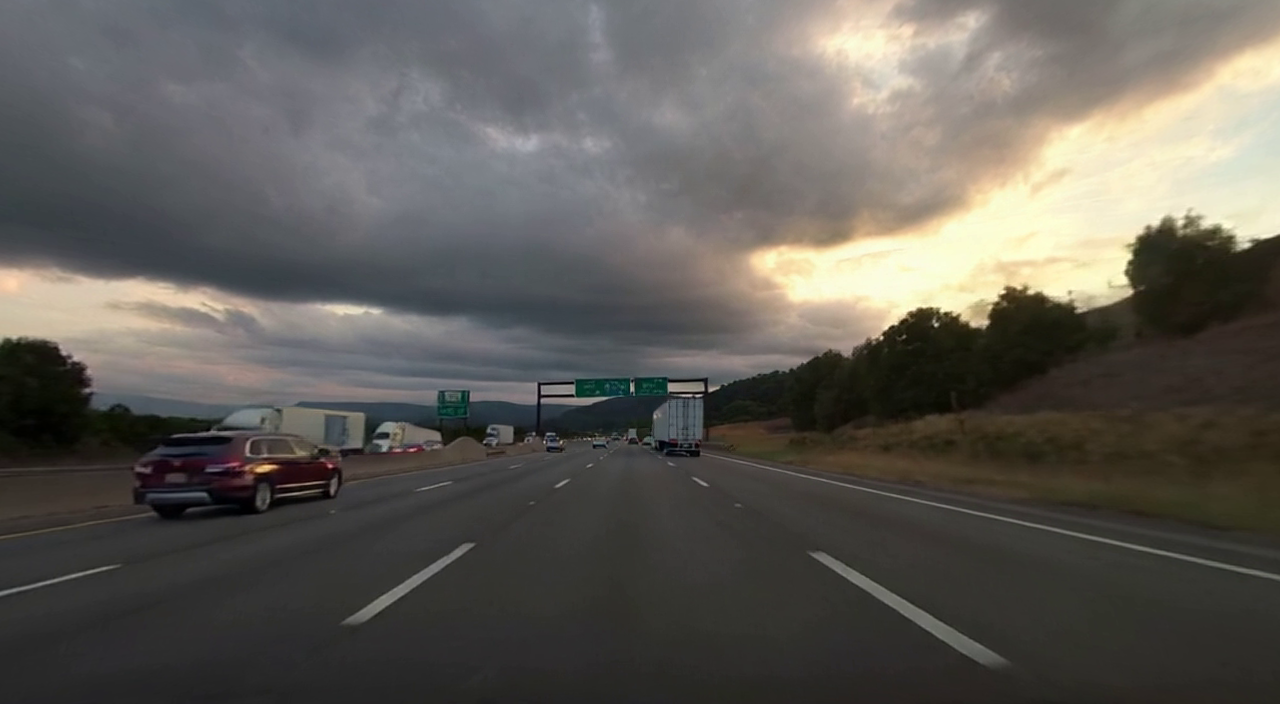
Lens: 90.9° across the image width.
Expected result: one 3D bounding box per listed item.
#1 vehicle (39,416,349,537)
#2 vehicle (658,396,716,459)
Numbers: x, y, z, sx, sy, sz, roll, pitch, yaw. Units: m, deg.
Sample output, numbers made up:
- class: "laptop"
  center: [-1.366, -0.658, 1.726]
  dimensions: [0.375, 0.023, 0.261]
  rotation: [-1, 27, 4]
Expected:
- class: "vehicle"
  center: [-7.224, 2.019, 11.023]
  dimensions: [2.076, 1.636, 4.597]
  rotation: [0, -8, 0]
- class: "vehicle"
  center: [2.964, 5.250, 43.592]
  dimensions: [2.760, 3.710, 12.230]
  rotation: [0, -7, -1]
